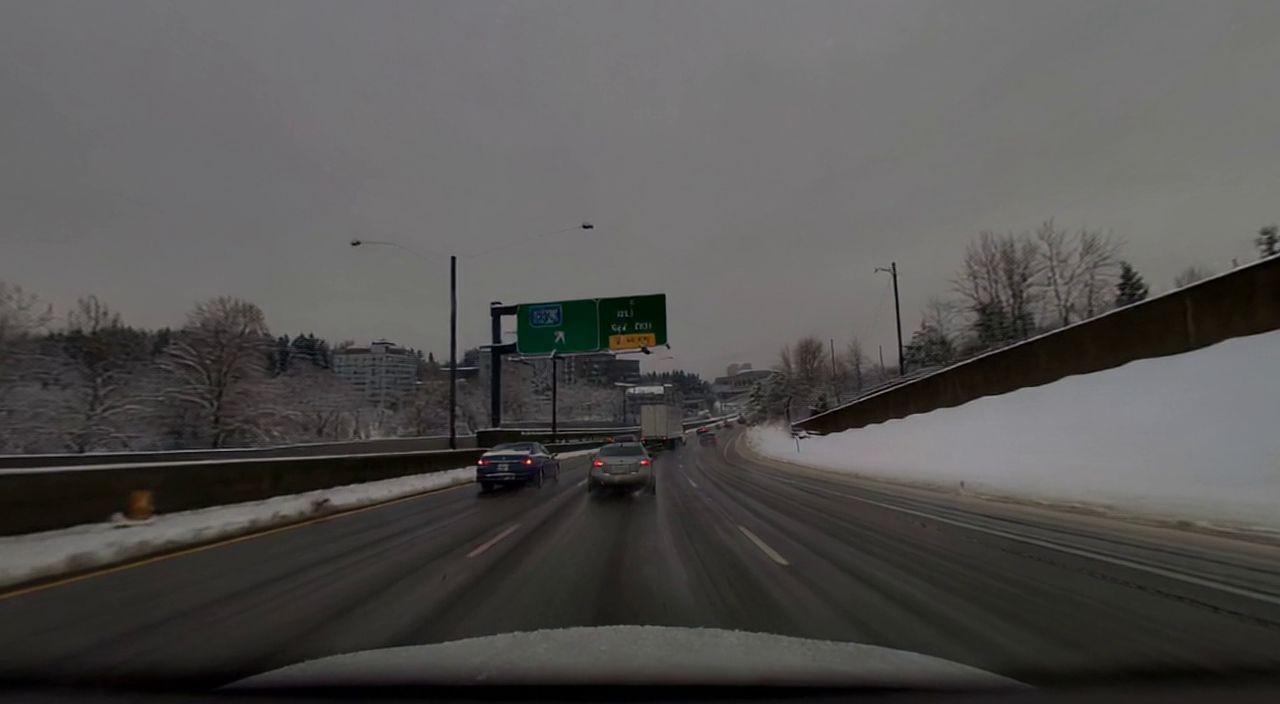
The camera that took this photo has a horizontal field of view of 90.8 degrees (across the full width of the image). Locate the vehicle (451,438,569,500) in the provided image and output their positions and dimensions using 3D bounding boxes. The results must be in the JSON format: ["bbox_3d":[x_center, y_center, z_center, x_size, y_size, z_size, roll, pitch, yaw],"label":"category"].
[{"bbox_3d":[-3.465,3.254,17.997,2.130,1.474,5.027,-1,-9,2],"label":"vehicle"}]

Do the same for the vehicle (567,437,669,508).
[{"bbox_3d":[-0.408,2.842,15.350,2.136,1.470,3.971,-1,-9,2],"label":"vehicle"}]

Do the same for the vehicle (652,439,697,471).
[{"bbox_3d":[1.883,5.833,36.024,2.166,1.666,4.618,0,-9,-2],"label":"vehicle"}]
